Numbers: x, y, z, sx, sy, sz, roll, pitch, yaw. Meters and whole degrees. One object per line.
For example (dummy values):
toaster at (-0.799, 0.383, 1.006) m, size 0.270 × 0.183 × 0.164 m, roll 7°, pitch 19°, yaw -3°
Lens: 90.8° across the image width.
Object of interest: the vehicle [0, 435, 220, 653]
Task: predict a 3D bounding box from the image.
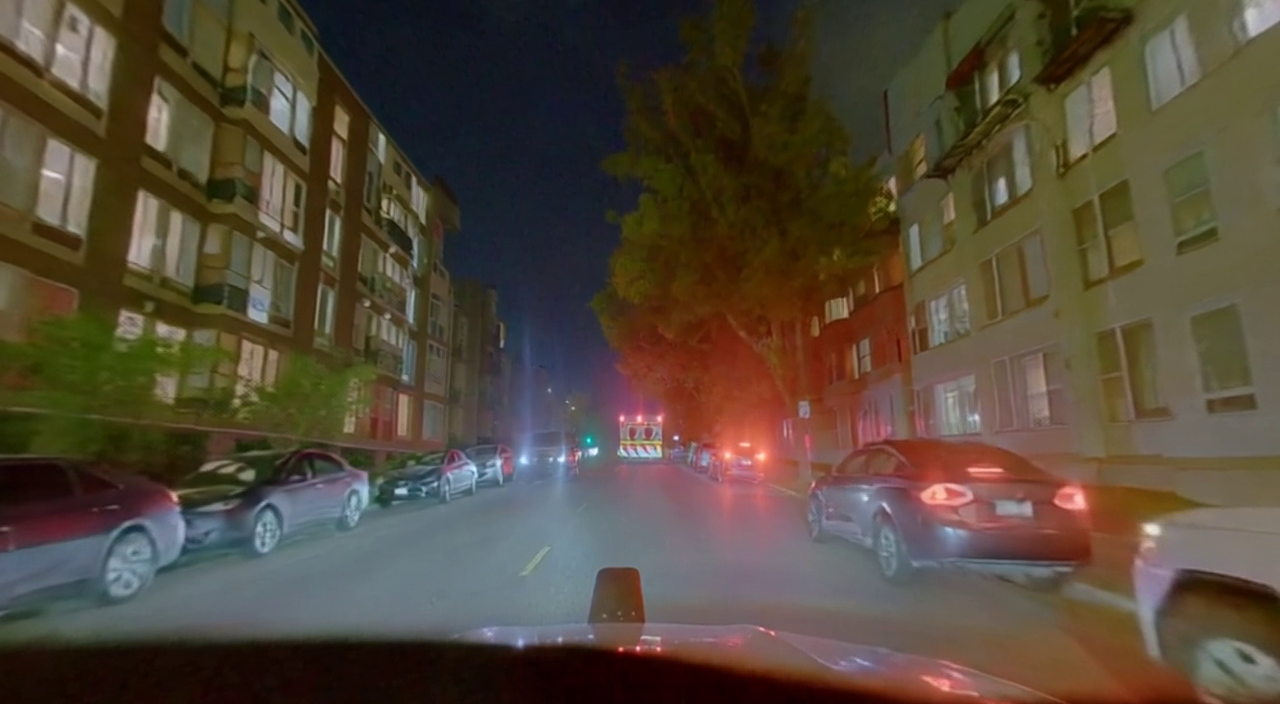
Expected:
vehicle at (-5.363, 1.332, 4.403) m, size 1.921 × 1.482 × 4.280 m, roll 0°, pitch -8°, yaw 0°

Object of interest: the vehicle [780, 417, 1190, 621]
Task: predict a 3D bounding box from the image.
vehicle at (3.314, 1.714, 7.509) m, size 2.155 × 1.553 × 4.738 m, roll 2°, pitch -9°, yaw -1°

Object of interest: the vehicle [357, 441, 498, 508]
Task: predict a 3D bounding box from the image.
vehicle at (-5.296, 3.089, 16.554) m, size 2.047 × 1.471 × 4.647 m, roll 0°, pitch -8°, yaw 0°

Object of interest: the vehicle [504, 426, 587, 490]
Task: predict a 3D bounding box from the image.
vehicle at (-2.940, 3.386, 20.530) m, size 2.029 × 1.802 × 4.229 m, roll -1°, pitch -8°, yaw 0°

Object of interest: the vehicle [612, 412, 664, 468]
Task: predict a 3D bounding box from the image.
vehicle at (-0.231, 5.296, 38.067) m, size 2.754 × 3.008 × 7.730 m, roll 0°, pitch -8°, yaw -2°

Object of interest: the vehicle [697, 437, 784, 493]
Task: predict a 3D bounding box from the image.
vehicle at (3.329, 3.809, 21.757) m, size 2.035 × 1.549 × 4.373 m, roll 5°, pitch -8°, yaw -2°

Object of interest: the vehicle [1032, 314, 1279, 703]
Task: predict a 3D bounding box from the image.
vehicle at (3.348, 0.644, 1.105) m, size 2.188 × 1.810 × 4.709 m, roll 1°, pitch -8°, yaw -2°
